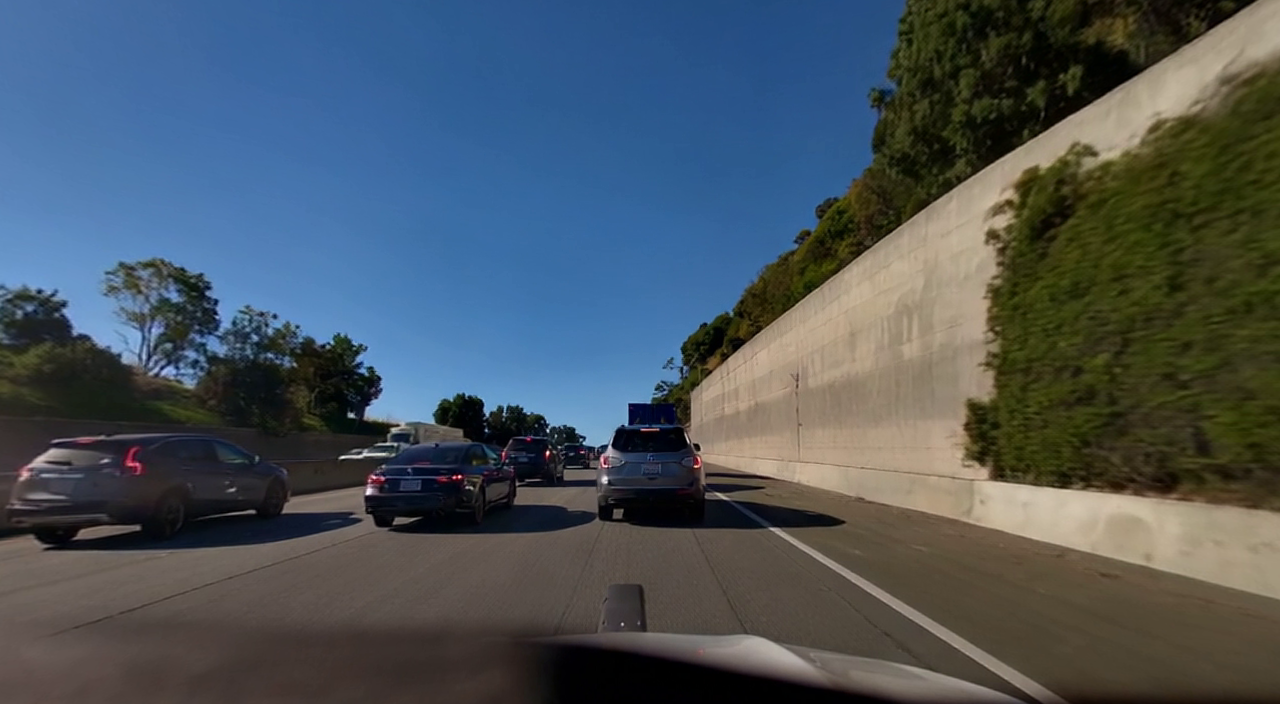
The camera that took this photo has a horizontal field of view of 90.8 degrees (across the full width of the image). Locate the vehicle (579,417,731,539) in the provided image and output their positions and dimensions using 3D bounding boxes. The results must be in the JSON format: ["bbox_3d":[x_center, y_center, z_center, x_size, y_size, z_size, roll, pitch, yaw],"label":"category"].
[{"bbox_3d":[0.179,2.259,11.951,2.210,1.760,5.303,0,-9,-1],"label":"vehicle"}]

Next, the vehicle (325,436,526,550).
[{"bbox_3d":[-3.254,2.202,10.512,1.917,1.506,3.949,0,-9,1],"label":"vehicle"}]

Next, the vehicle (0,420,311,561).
[{"bbox_3d":[-7.469,2.045,10.024,1.986,1.700,4.558,0,-9,0],"label":"vehicle"}]
